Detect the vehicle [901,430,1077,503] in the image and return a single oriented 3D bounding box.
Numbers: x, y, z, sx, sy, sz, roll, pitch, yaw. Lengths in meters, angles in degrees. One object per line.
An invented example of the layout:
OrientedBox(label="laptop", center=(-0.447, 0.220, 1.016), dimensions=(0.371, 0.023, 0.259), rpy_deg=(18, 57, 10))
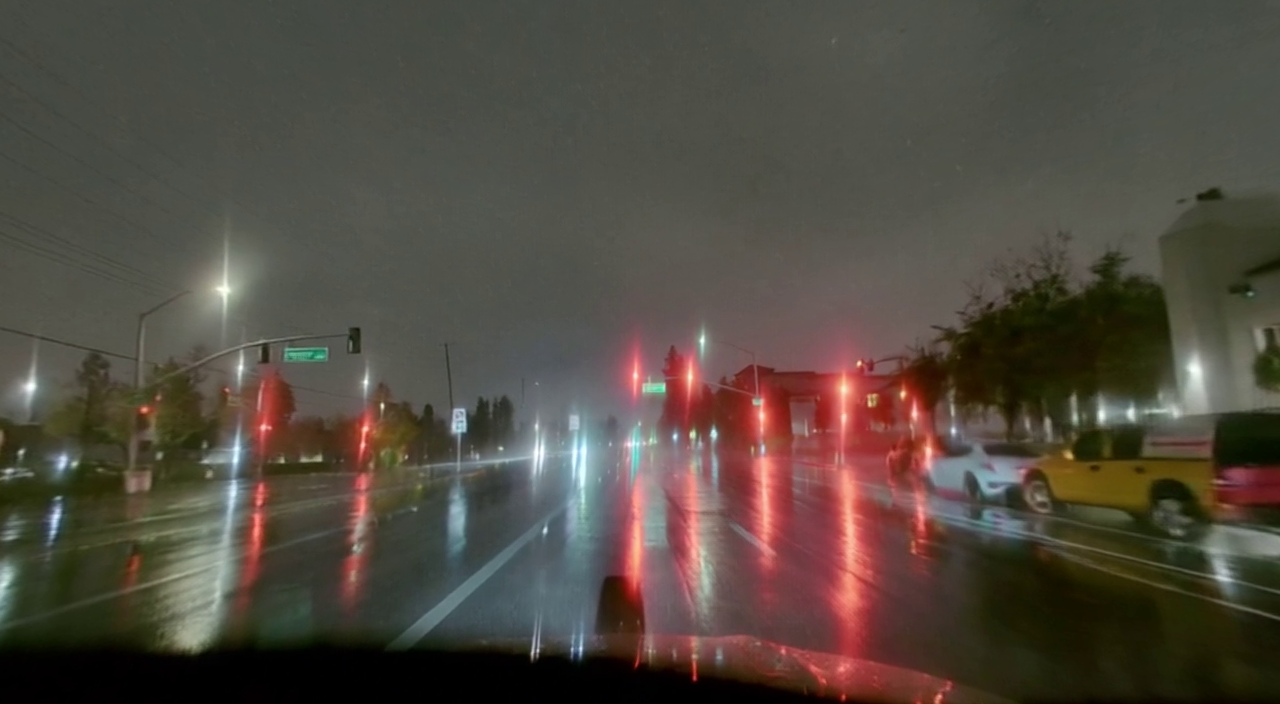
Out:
OrientedBox(label="vehicle", center=(8.125, 2.692, 15.235), dimensions=(1.943, 1.485, 3.984), rpy_deg=(0, -8, 0))

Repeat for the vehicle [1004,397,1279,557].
OrientedBox(label="vehicle", center=(7.915, 1.726, 9.407), dimensions=(2.063, 1.749, 4.776), rpy_deg=(0, -8, 0))
